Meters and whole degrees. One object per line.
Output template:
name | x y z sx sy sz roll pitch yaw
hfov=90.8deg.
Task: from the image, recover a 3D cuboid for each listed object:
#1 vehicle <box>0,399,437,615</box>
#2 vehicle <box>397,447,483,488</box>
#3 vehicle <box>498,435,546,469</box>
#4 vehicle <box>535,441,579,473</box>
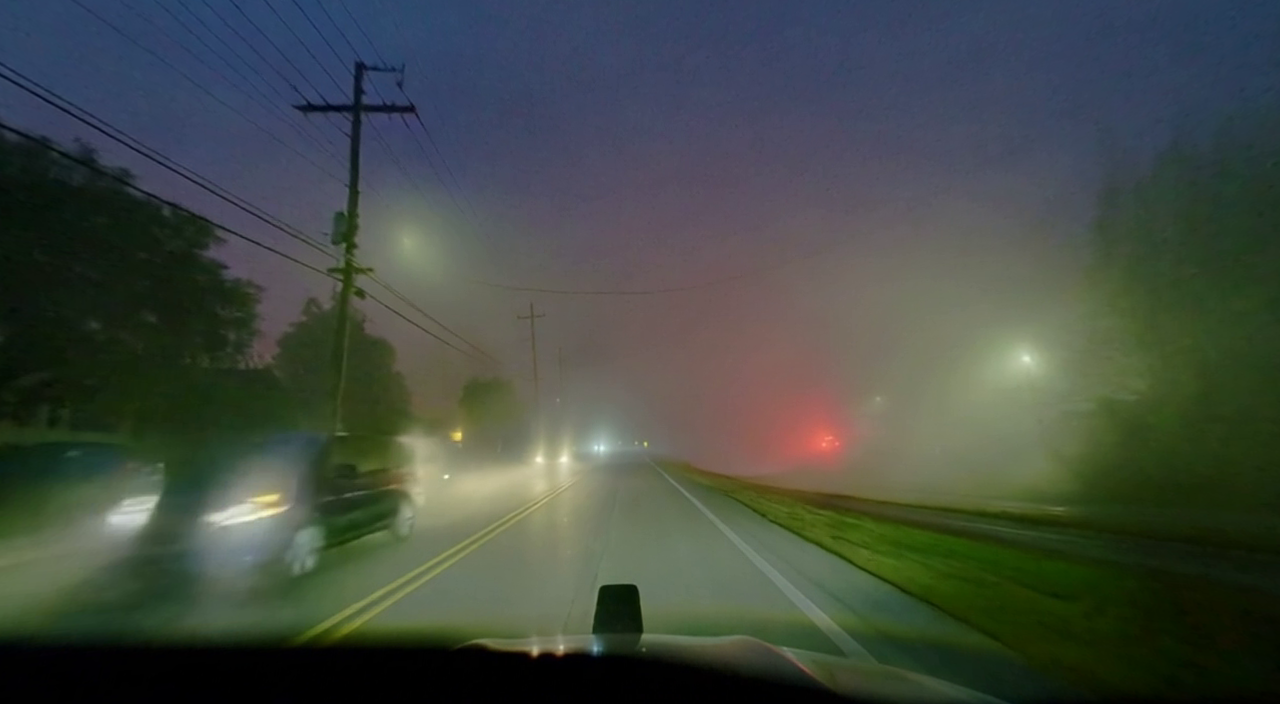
vehicle | -4.148 1.565 7.310 2.153 1.715 4.333 0 -8 0
vehicle | -7.969 4.618 25.650 2.003 1.460 4.360 0 -8 0
vehicle | -7.990 6.807 43.256 2.335 2.136 5.328 0 -8 -1
vehicle | -4.186 5.374 32.444 1.796 1.516 3.871 0 -8 0
